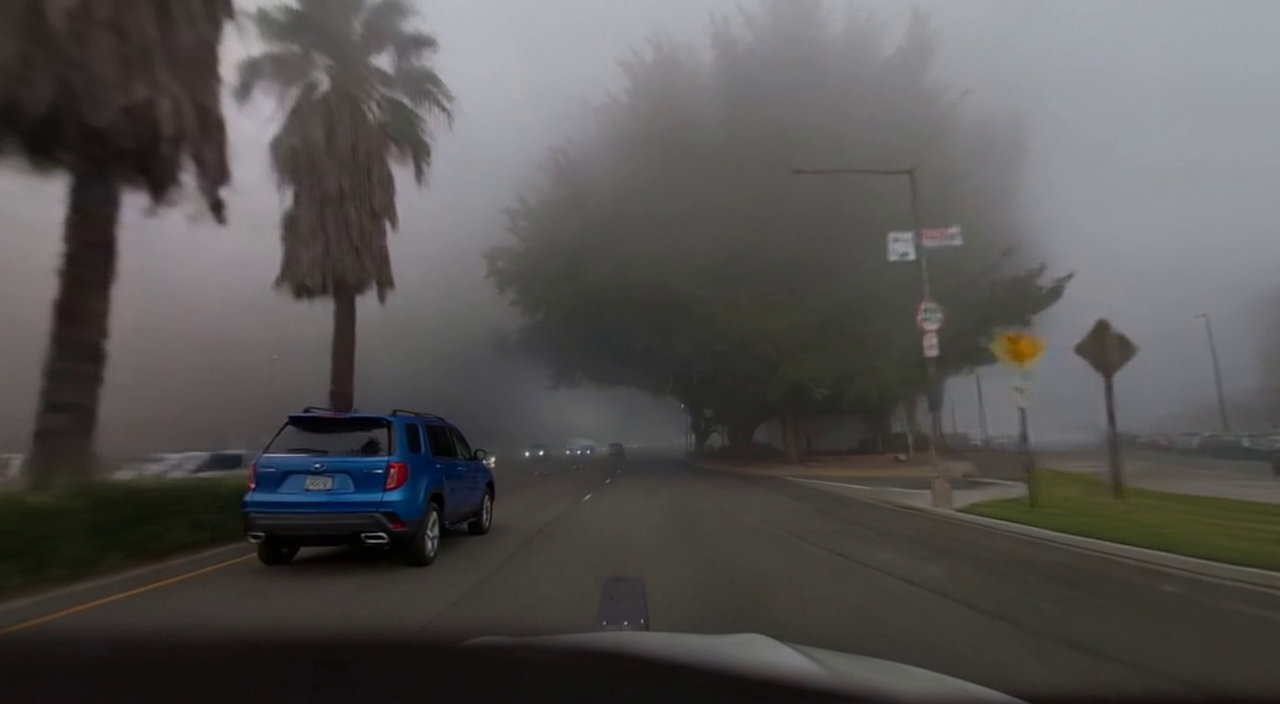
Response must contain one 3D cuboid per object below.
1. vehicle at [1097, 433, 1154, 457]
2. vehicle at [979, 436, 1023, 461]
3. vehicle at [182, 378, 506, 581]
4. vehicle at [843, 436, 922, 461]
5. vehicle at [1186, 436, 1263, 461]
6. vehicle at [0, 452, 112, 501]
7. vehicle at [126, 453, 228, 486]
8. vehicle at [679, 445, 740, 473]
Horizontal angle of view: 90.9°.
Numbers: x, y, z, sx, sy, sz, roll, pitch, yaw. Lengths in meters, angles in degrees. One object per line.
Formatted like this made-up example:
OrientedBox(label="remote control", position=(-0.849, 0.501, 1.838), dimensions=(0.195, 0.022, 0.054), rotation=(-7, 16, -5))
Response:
OrientedBox(label="vehicle", position=(34.284, 6.621, 44.627), dimensions=(1.982, 1.611, 4.314), rotation=(-4, -9, 21))
OrientedBox(label="vehicle", position=(27.052, 7.260, 47.408), dimensions=(1.993, 1.806, 4.813), rotation=(-4, -9, 20))
OrientedBox(label="vehicle", position=(-3.399, 1.594, 8.539), dimensions=(2.152, 1.987, 4.527), rotation=(0, -9, 0))
OrientedBox(label="vehicle", position=(16.809, 6.720, 43.775), dimensions=(4.705, 1.630, 1.887), rotation=(-6, -10, 32))
OrientedBox(label="vehicle", position=(35.885, 5.953, 38.845), dimensions=(1.815, 1.419, 4.726), rotation=(-4, -9, 22))
OrientedBox(label="vehicle", position=(-25.134, 5.058, 25.855), dimensions=(4.951, 1.852, 2.185), rotation=(5, -10, -33))
OrientedBox(label="vehicle", position=(-25.507, 6.462, 34.941), dimensions=(4.238, 1.584, 1.949), rotation=(4, -9, -28))
OrientedBox(label="vehicle", position=(3.983, 6.250, 37.060), dimensions=(1.919, 1.472, 4.470), rotation=(2, -9, -17))
